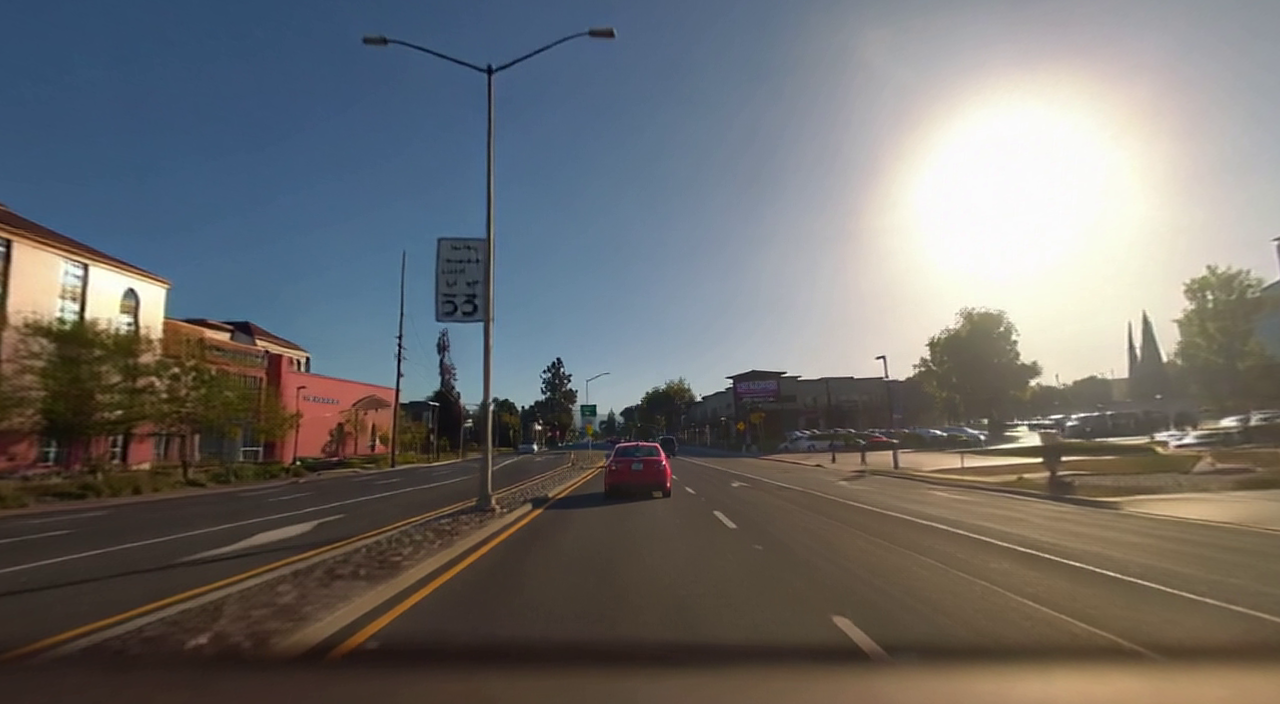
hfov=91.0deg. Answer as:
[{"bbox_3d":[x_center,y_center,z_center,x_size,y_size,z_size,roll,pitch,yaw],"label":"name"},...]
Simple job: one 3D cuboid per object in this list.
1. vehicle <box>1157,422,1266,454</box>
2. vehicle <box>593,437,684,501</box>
[{"bbox_3d":[32.889,5.009,36.402,1.868,1.675,4.527,0,-8,-3],"label":"vehicle"},{"bbox_3d":[-0.073,3.026,16.736,2.126,1.475,3.967,0,-8,-1],"label":"vehicle"}]
